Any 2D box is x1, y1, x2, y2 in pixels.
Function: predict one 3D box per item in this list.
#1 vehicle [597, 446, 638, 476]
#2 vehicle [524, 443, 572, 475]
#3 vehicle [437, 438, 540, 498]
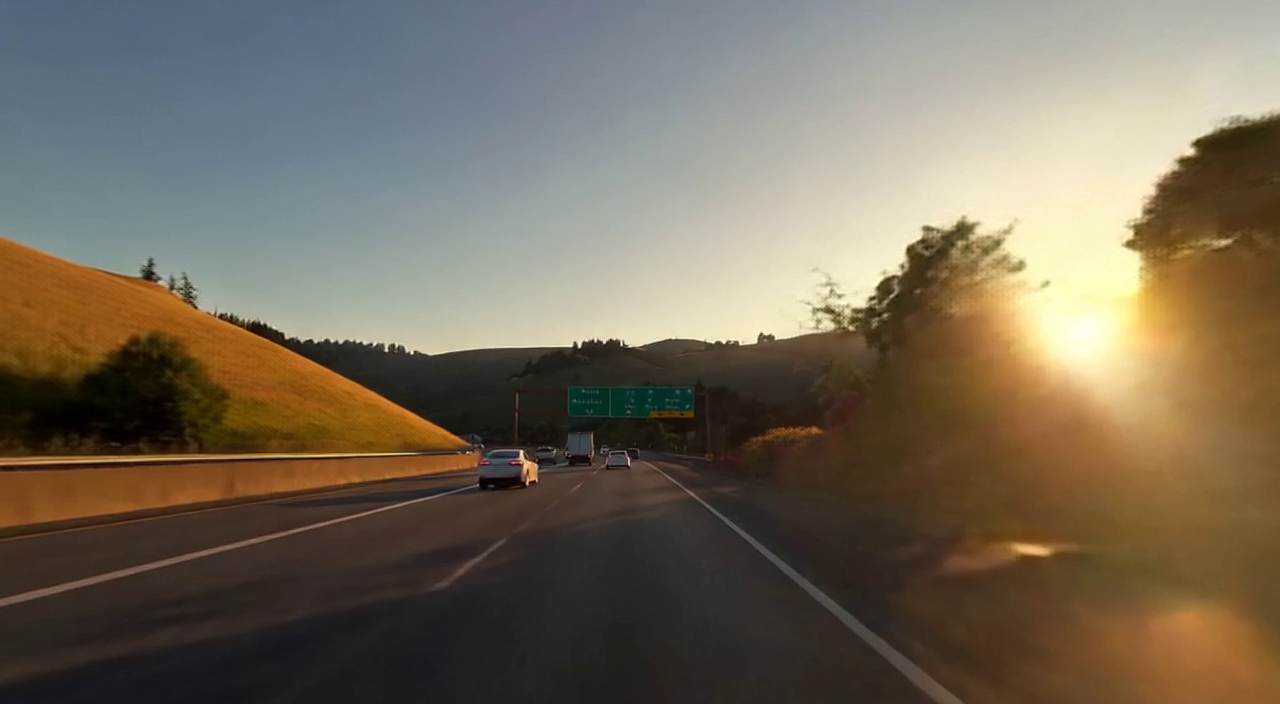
[{"bbox_3d":[-1.184,5.587,32.581,1.988,1.440,4.201,0,-9,-2],"label":"vehicle"},{"bbox_3d":[-5.001,5.842,34.686,2.118,1.624,4.032,0,-9,-1],"label":"vehicle"},{"bbox_3d":[-4.523,3.537,19.587,2.208,1.619,4.162,0,-9,-1],"label":"vehicle"}]
